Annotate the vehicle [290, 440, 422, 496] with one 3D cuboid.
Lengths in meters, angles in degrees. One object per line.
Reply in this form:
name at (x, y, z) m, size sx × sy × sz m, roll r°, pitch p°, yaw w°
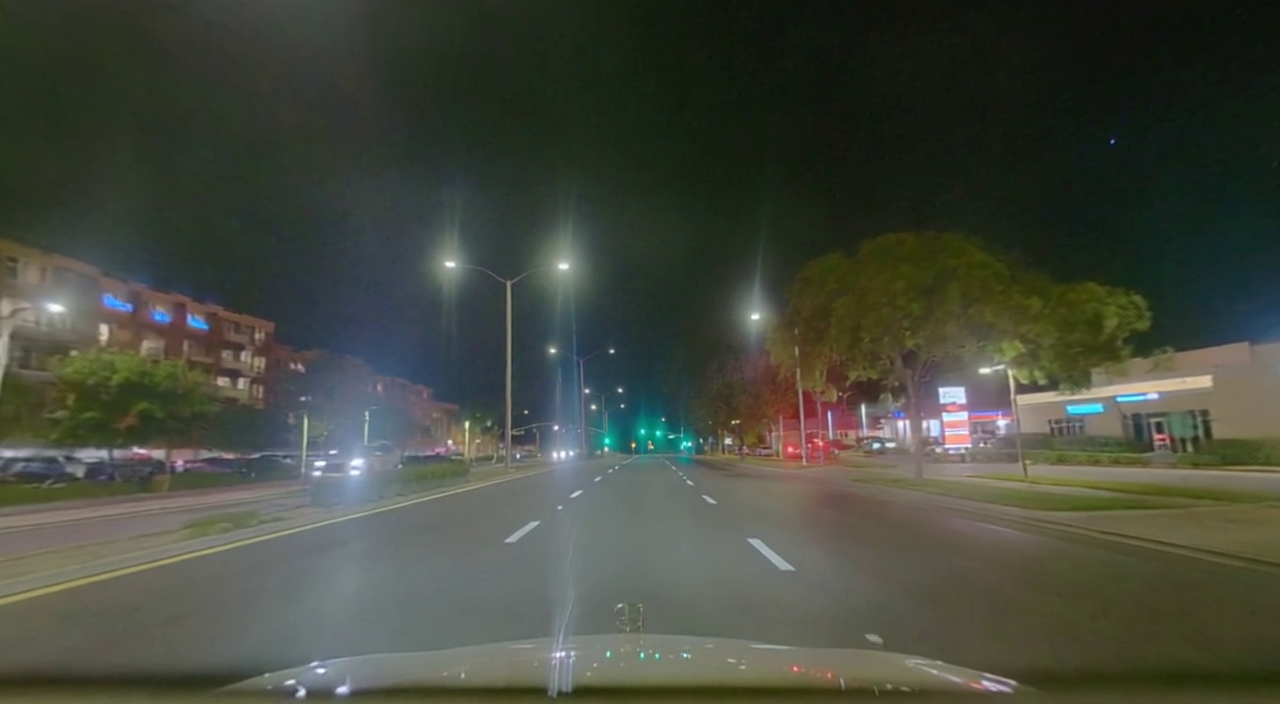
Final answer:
vehicle at (-8.753, 3.592, 19.883) m, size 1.961 × 1.559 × 4.480 m, roll -1°, pitch -9°, yaw 2°
